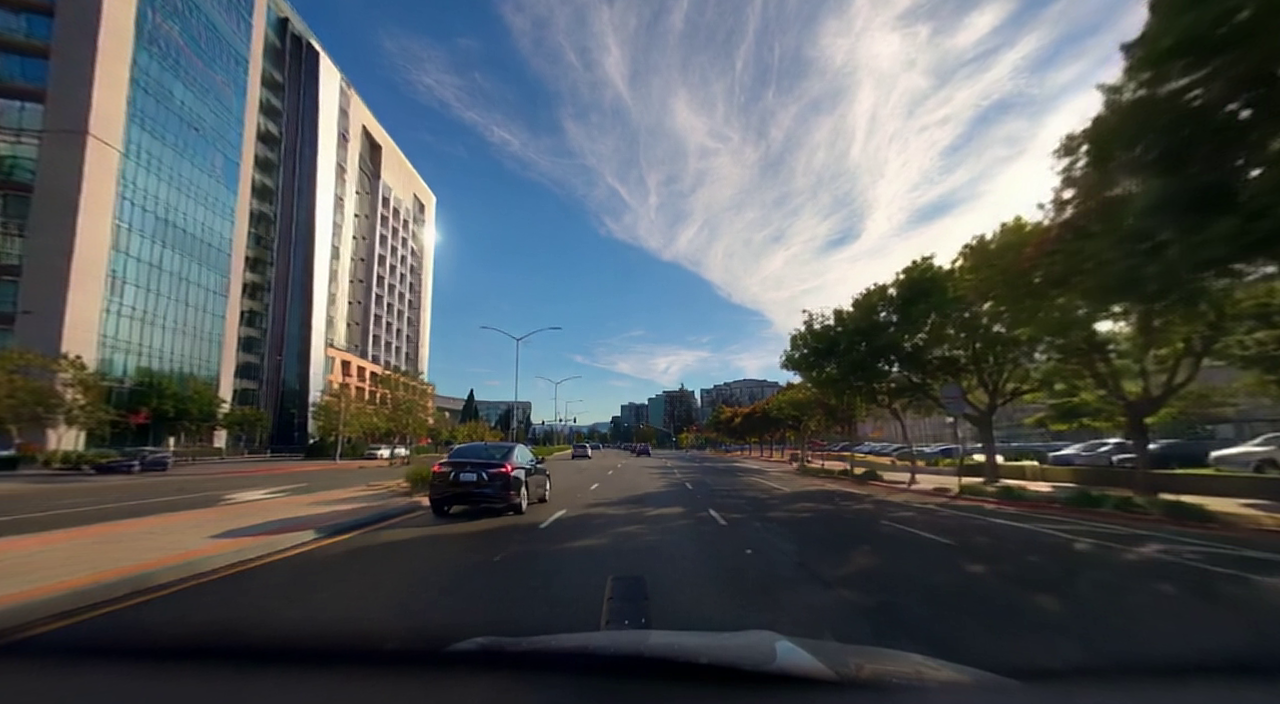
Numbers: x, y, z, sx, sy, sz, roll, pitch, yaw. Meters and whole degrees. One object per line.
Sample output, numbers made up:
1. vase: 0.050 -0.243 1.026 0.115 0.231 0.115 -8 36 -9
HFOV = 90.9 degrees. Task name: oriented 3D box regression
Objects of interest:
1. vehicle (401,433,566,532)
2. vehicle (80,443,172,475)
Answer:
1. vehicle: -2.824 2.444 12.534 2.009 1.489 4.543 -3 -8 1
2. vehicle: -27.734 5.745 34.238 1.940 1.531 5.040 2 -8 -16
